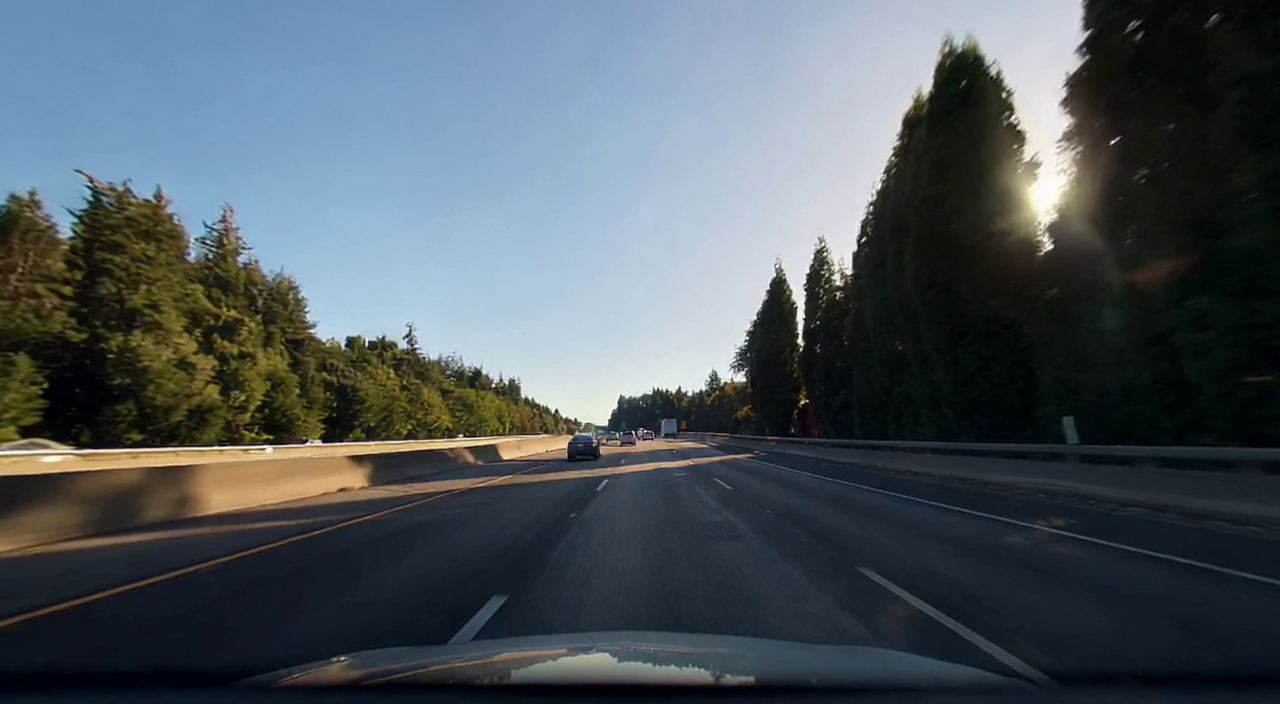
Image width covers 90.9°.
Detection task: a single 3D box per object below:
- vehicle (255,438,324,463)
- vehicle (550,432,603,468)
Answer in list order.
[{"bbox_3d":[-24.598,6.936,44.500,2.062,1.675,4.723,-1,-9,1],"label":"vehicle"},{"bbox_3d":[-2.922,4.624,29.780,2.025,1.571,3.662,0,-9,1],"label":"vehicle"}]
